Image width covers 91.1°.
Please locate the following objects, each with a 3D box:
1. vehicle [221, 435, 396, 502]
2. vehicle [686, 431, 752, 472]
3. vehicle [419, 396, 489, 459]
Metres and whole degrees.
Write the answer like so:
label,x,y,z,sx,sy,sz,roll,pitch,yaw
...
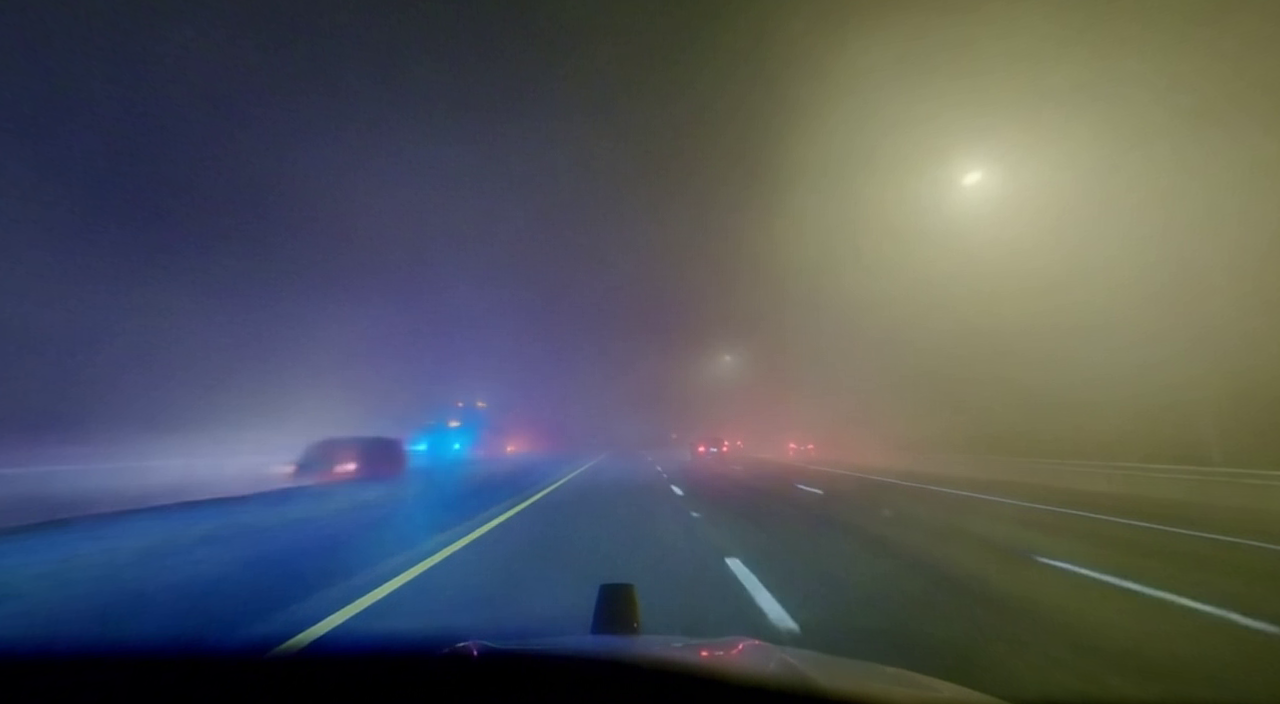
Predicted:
label,x,y,z,sx,sy,sz,roll,pitch,yaw
vehicle,-8.494,2.993,16.782,1.946,1.496,5.056,0,-8,-1
vehicle,3.177,4.107,26.264,2.084,1.583,4.420,0,-8,-1
vehicle,-12.639,5.224,43.344,2.955,4.003,6.220,0,-8,-1
